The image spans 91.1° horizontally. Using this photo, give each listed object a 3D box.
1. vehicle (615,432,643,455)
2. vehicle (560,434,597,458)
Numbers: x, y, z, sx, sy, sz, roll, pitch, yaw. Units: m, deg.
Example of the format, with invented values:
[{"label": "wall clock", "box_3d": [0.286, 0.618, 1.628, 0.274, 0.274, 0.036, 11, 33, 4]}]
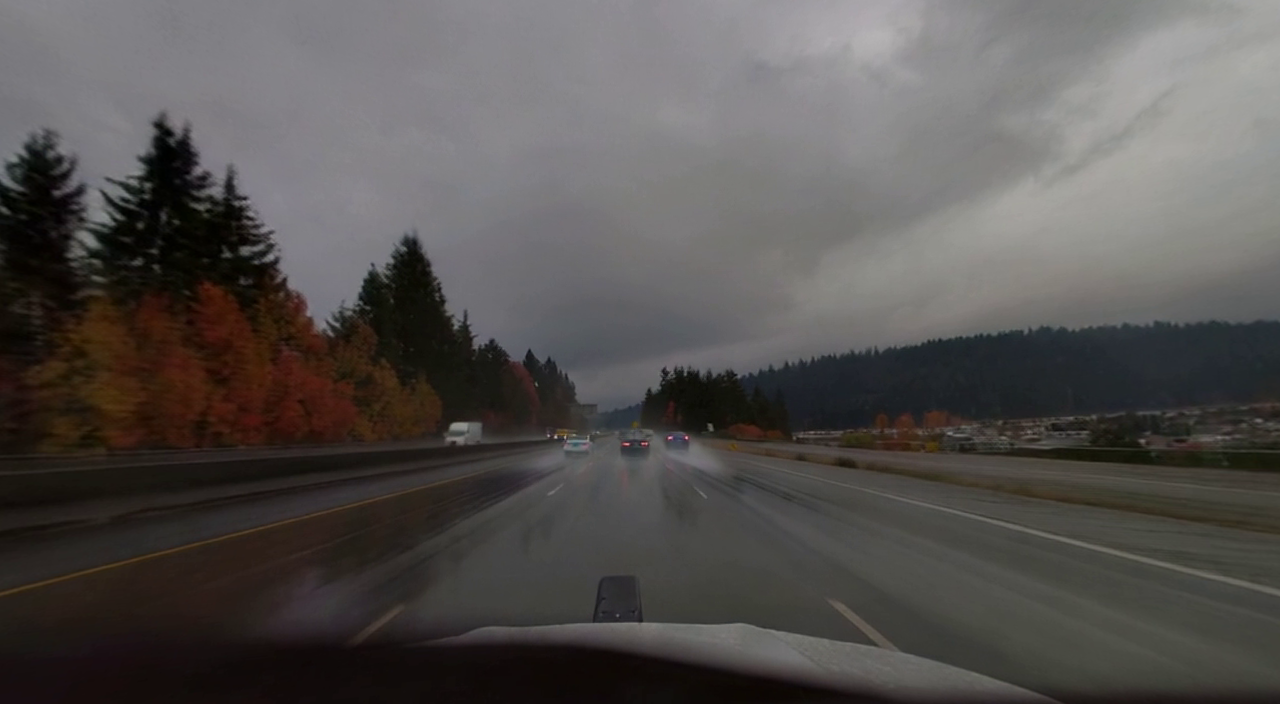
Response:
[{"label": "vehicle", "box_3d": [-0.867, 7.229, 49.898, 2.157, 1.688, 4.480, 0, -8, 0]}, {"label": "vehicle", "box_3d": [-4.187, 6.459, 43.377, 2.103, 1.507, 4.367, 0, -8, 0]}]
